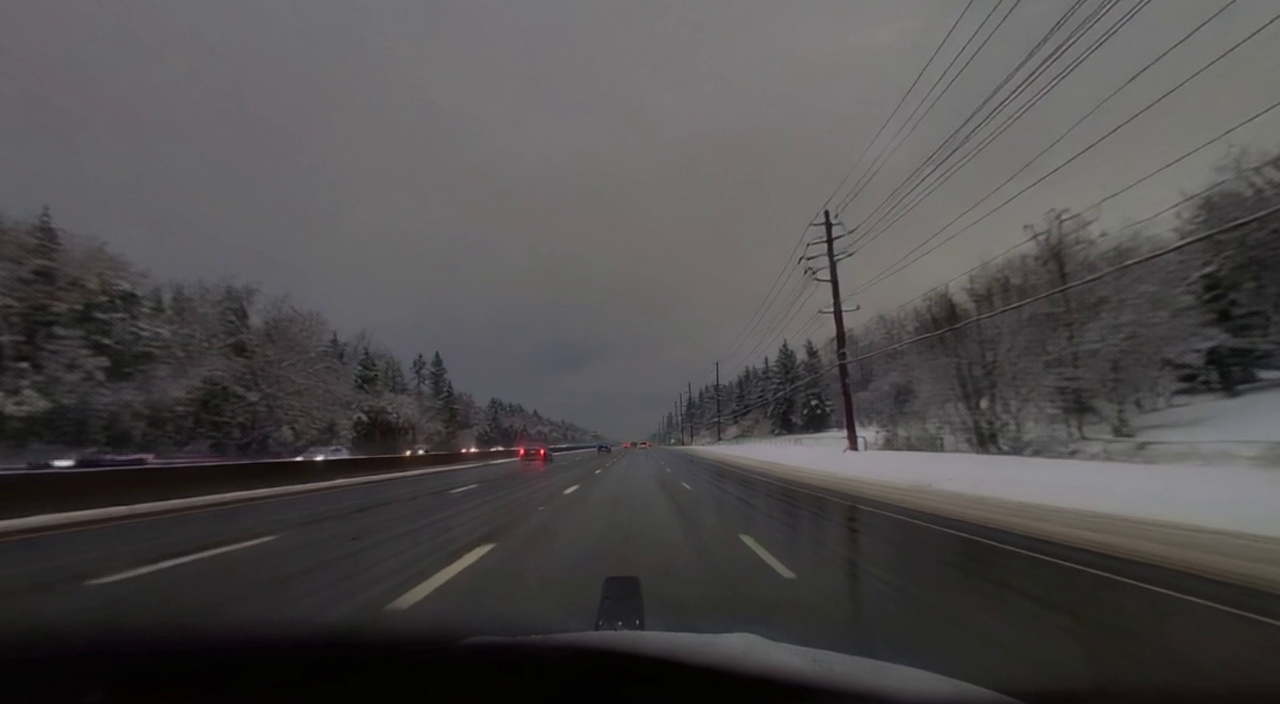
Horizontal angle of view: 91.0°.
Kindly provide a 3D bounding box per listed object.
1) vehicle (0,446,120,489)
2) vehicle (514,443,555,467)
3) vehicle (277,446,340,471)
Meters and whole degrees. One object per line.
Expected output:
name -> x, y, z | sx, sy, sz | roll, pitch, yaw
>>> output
vehicle -> -25.944, 5.008, 27.620 | 2.017, 1.682, 4.902 | 0, -9, 0
vehicle -> -7.206, 7.095, 43.479 | 2.034, 1.563, 4.476 | 0, -9, 1
vehicle -> -22.252, 7.140, 42.423 | 1.864, 1.549, 4.366 | 0, -9, -1
